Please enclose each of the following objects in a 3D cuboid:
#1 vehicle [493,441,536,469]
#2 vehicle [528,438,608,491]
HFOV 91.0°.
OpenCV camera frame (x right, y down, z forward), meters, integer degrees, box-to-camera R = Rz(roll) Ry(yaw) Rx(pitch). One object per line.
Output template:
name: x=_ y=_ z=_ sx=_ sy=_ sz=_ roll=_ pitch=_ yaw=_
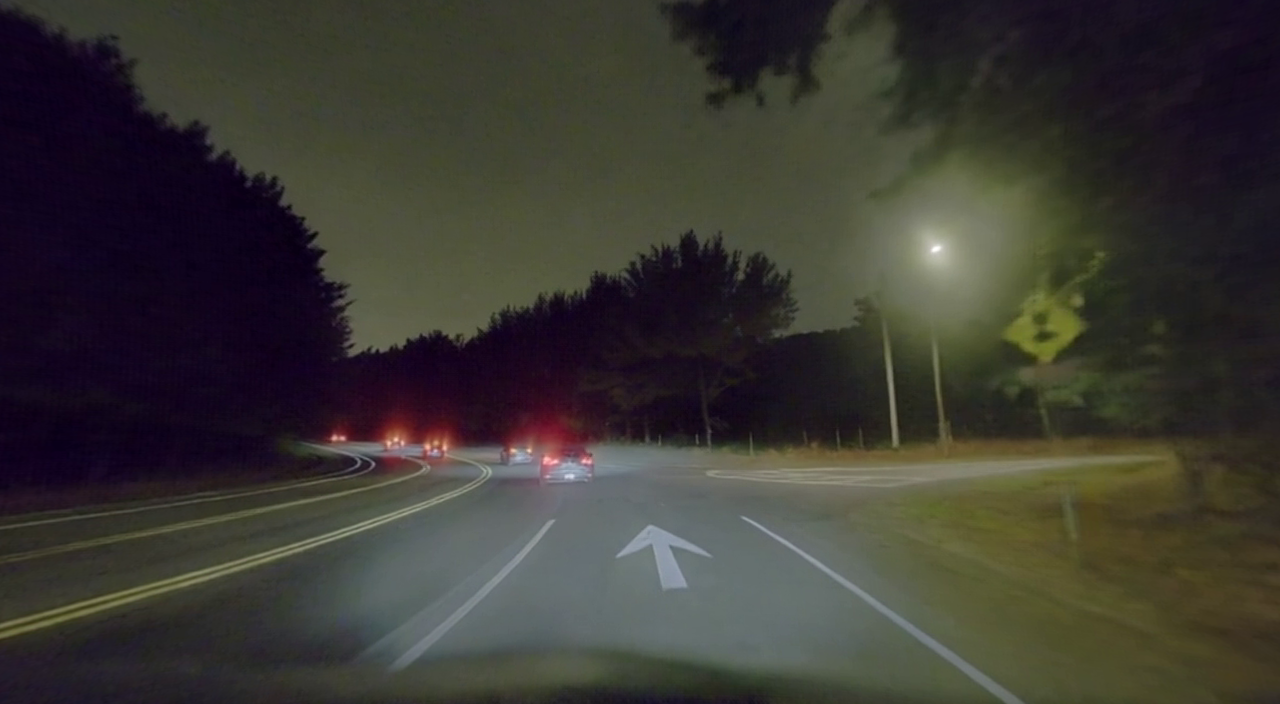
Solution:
vehicle: x=-7.441 y=6.072 z=37.121 sx=2.080 sy=1.530 sz=3.719 roll=3 pitch=-9 yaw=-17
vehicle: x=-2.435 y=3.606 z=20.367 sx=2.296 sy=1.510 sz=4.068 roll=2 pitch=-9 yaw=-10
